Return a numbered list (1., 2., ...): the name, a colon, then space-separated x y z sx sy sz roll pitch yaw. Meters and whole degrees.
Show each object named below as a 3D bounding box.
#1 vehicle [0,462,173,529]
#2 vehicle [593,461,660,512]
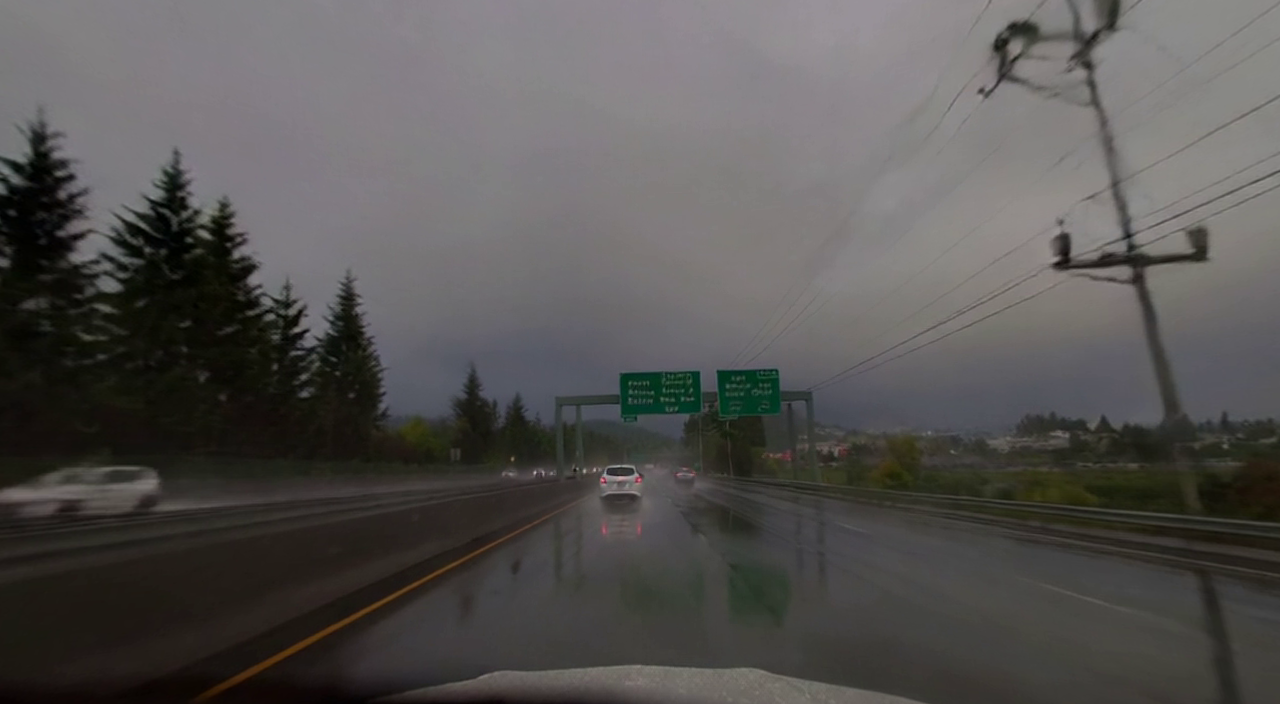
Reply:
1. vehicle: -15.264 3.766 17.039 1.812 1.510 4.420 1 -10 0
2. vehicle: -0.409 4.418 21.010 1.987 1.480 3.786 1 -10 0
